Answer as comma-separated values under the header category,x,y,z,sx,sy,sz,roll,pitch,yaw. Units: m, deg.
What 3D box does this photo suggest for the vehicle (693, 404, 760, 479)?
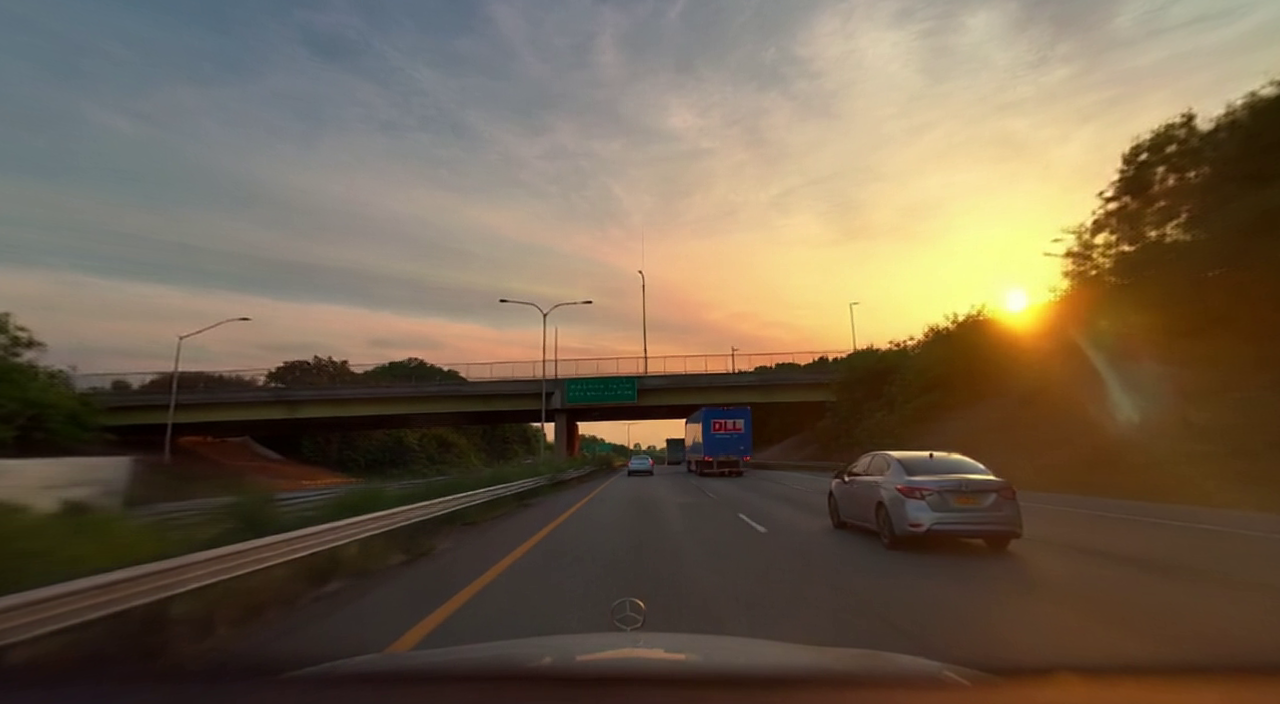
category,x,y,z,sx,sy,sz,roll,pitch,yaw
vehicle,5.010,5.482,38.185,2.838,3.985,8.010,0,-9,0

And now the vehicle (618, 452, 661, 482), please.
category,x,y,z,sx,sy,sz,roll,pitch,yaw
vehicle,-0.054,5.828,32.163,2.055,1.445,3.661,0,-9,0

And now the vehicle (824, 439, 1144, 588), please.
category,x,y,z,sx,sy,sz,roll,pitch,yaw
vehicle,4.047,1.940,8.418,1.894,1.452,4.164,0,-9,0
